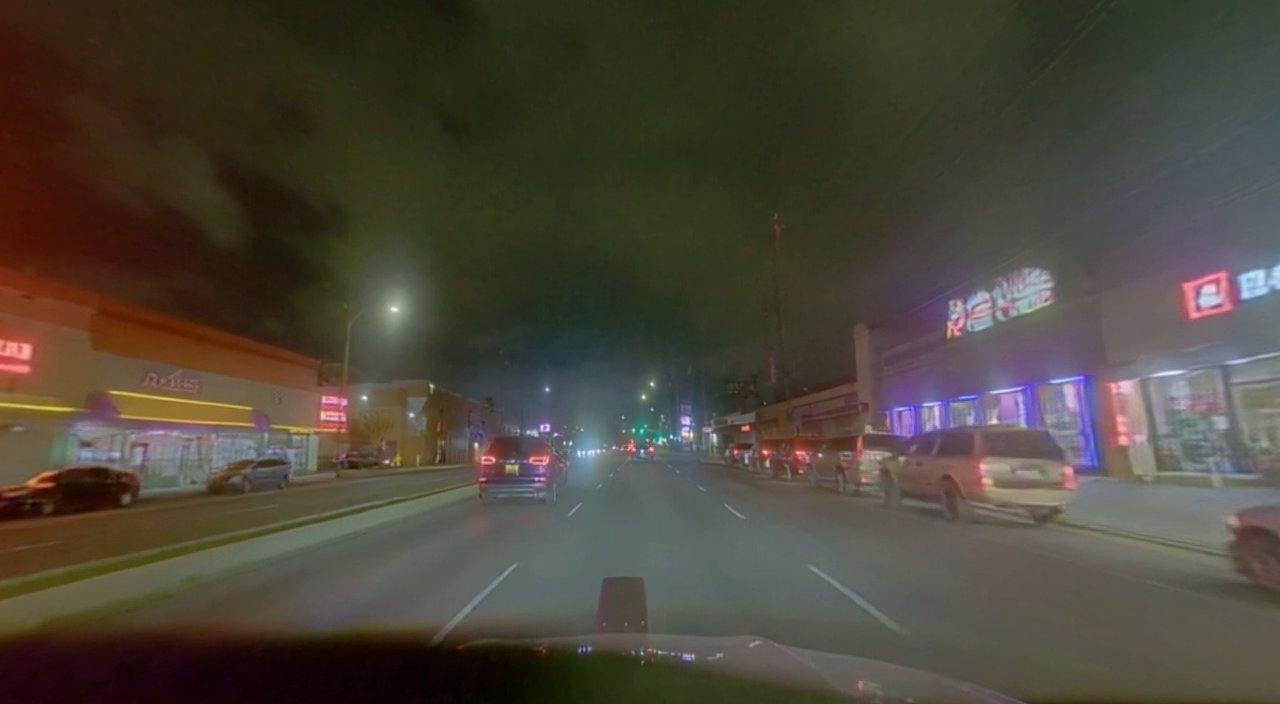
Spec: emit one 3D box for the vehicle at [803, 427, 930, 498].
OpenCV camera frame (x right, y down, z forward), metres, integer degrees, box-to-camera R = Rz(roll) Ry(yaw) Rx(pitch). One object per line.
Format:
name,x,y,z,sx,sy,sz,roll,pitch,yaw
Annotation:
vehicle,6.556,3.257,18.951,1.985,1.835,4.936,0,-9,0

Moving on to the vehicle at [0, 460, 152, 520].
vehicle,-17.270,3.974,18.657,2.046,1.458,4.539,0,-9,-1

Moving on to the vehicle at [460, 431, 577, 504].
vehicle,-3.003,2.982,16.716,2.049,1.646,4.445,-1,-9,2

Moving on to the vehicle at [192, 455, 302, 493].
vehicle,-17.263,5.356,27.999,1.894,1.458,4.565,0,-9,1

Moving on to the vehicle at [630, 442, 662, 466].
vehicle,0.386,6.905,42.869,2.037,1.484,4.073,0,-9,0

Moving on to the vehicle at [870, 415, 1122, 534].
vehicle,6.607,2.340,12.668,2.005,1.858,5.253,0,-9,0
